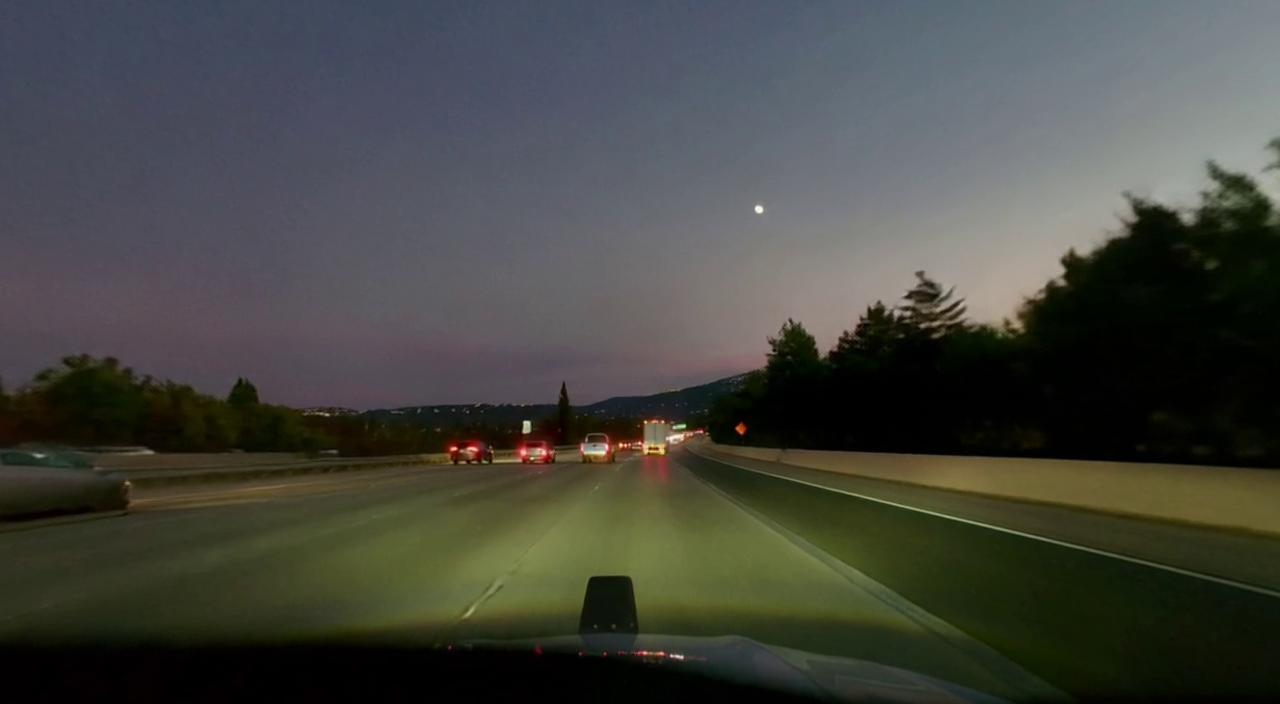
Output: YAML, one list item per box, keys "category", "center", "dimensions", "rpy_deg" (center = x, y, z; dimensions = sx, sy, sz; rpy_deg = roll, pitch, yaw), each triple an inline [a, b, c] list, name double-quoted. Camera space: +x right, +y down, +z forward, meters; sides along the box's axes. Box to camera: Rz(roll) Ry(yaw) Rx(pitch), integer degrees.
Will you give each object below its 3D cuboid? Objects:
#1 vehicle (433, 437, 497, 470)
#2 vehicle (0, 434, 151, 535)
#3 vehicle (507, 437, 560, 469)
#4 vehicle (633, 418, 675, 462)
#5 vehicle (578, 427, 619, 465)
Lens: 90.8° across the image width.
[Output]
- category: "vehicle"
  center: [-10.221, 5.953, 37.334]
  dimensions: [2.080, 1.777, 5.450]
  rpy_deg: [0, -8, 2]
- category: "vehicle"
  center: [-10.286, 1.986, 9.583]
  dimensions: [1.952, 1.457, 4.689]
  rpy_deg: [0, -8, 0]
- category: "vehicle"
  center: [-6.440, 6.170, 38.778]
  dimensions: [2.206, 1.838, 4.889]
  rpy_deg: [0, -8, 3]
- category: "vehicle"
  center: [0.987, 6.364, 45.576]
  dimensions: [2.768, 2.854, 6.757]
  rpy_deg: [0, -8, 1]
- category: "vehicle"
  center: [-2.863, 6.723, 44.996]
  dimensions: [2.328, 2.519, 5.238]
  rpy_deg: [0, -8, 3]
